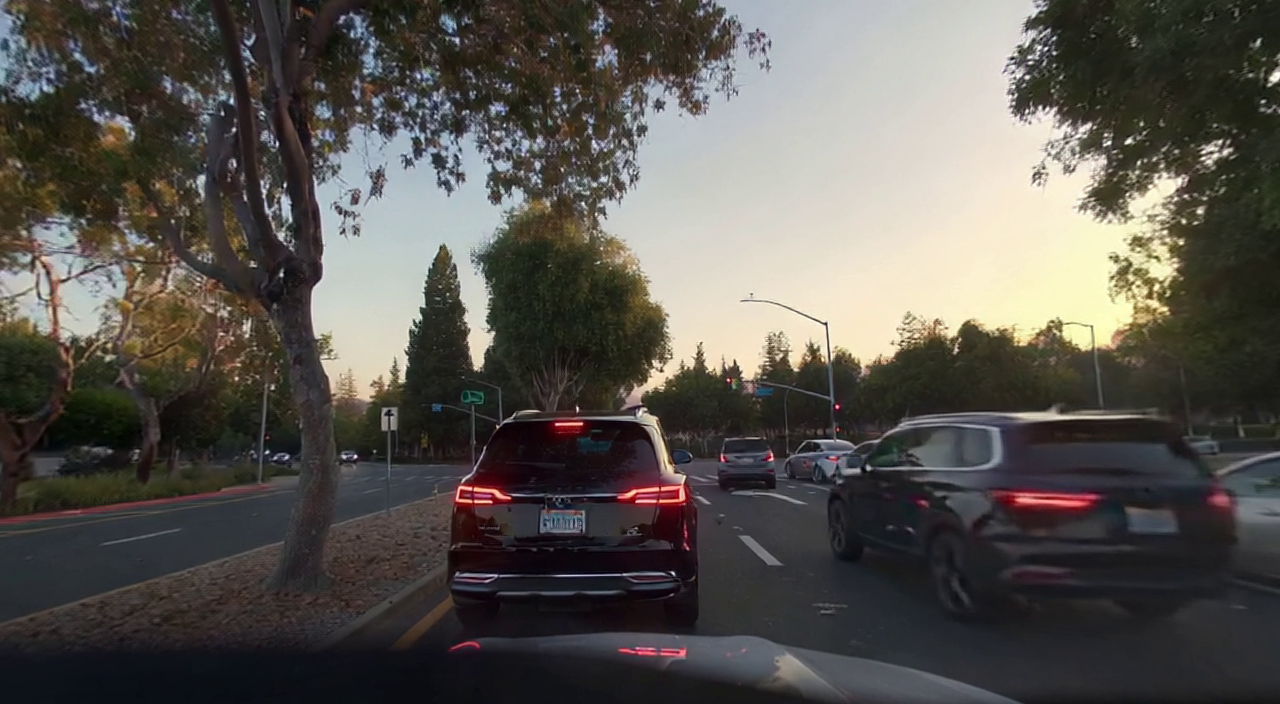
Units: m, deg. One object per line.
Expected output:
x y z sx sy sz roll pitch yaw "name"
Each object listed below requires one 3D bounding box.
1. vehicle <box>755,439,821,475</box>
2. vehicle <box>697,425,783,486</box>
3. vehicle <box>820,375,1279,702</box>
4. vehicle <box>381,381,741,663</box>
6.626 4.771 28.845 1.917 1.489 4.625 0 -8 0 "vehicle"
3.355 3.619 22.310 2.200 1.909 4.853 0 -9 -1 "vehicle"
3.234 1.286 5.536 1.963 1.682 4.407 0 -9 0 "vehicle"
-0.433 1.354 6.088 2.201 1.709 4.271 0 -9 1 "vehicle"
